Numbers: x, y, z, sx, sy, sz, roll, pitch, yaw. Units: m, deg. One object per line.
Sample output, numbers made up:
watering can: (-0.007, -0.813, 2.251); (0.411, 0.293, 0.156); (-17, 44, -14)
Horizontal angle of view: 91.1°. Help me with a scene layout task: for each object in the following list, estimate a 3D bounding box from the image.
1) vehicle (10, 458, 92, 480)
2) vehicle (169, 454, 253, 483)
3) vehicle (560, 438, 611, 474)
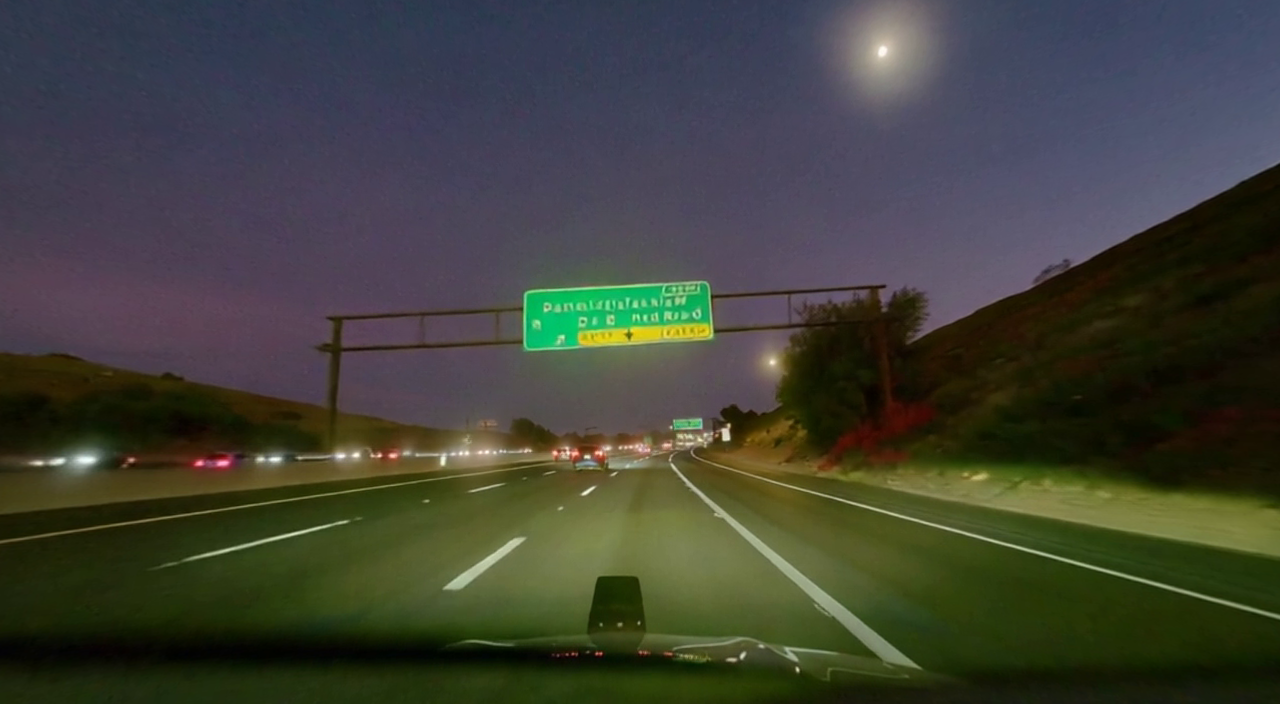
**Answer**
vehicle: (-46.646, 9.245, 49.889); (1.860, 1.513, 4.698); (-1, -9, 2)
vehicle: (-27.190, 7.387, 40.032); (2.016, 1.671, 4.537); (-1, -9, 2)
vehicle: (-3.107, 6.072, 36.880); (2.413, 1.896, 5.218); (-1, -9, 1)
